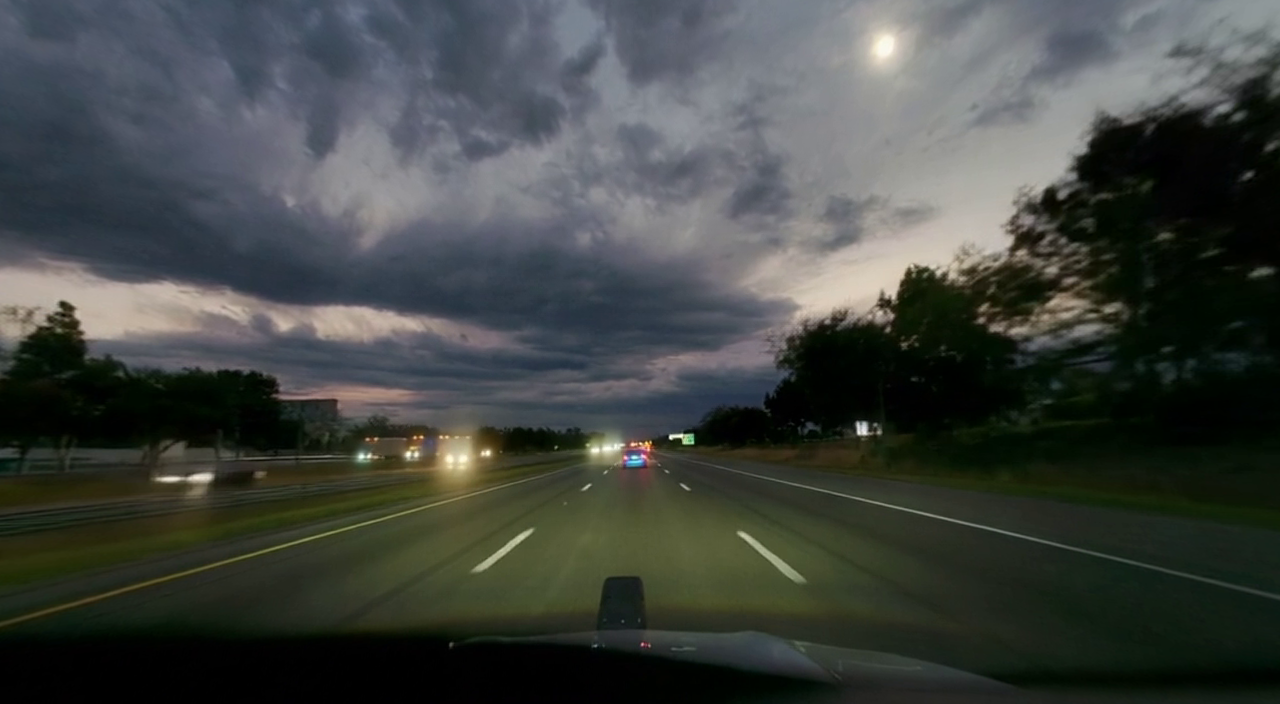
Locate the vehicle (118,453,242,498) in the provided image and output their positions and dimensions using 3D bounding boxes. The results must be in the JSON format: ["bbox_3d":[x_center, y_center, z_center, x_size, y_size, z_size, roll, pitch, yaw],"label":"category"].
[{"bbox_3d":[-19.604,5.261,27.184,1.849,1.722,4.597,0,-9,0],"label":"vehicle"}]

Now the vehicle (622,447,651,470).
[{"bbox_3d":[-0.242,7.400,44.072,1.916,1.494,4.335,0,-9,0],"label":"vehicle"}]
